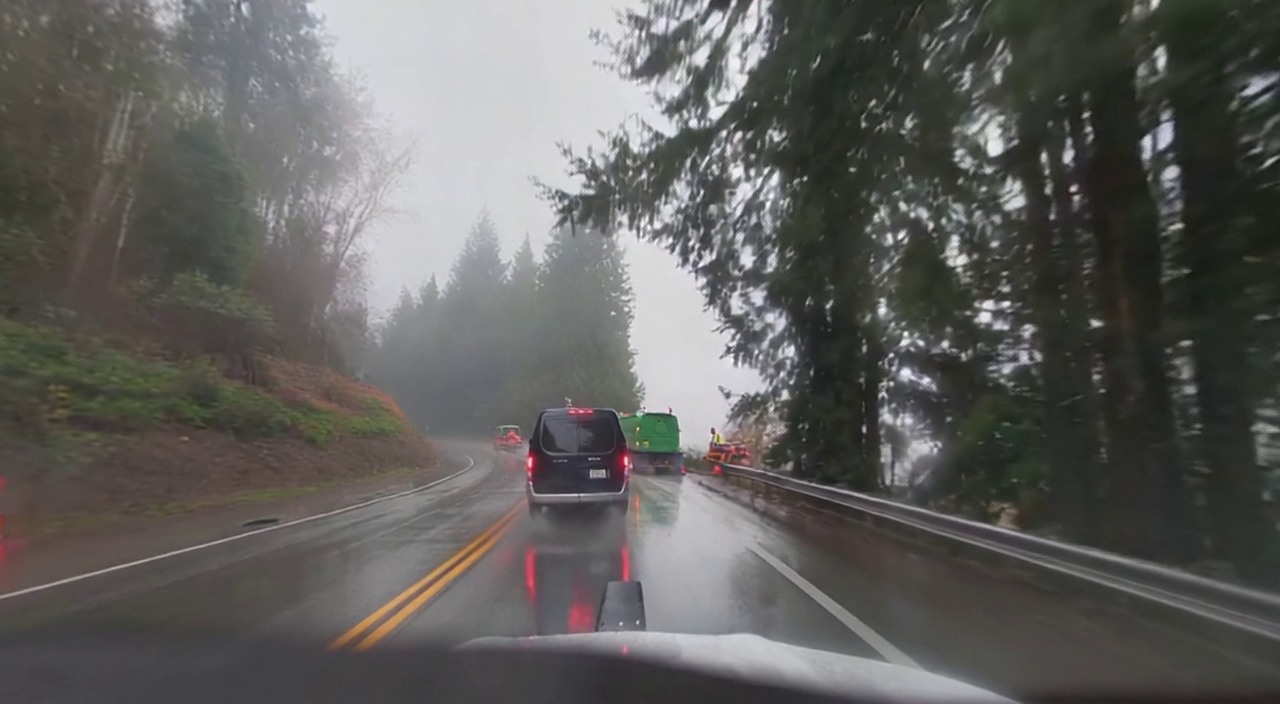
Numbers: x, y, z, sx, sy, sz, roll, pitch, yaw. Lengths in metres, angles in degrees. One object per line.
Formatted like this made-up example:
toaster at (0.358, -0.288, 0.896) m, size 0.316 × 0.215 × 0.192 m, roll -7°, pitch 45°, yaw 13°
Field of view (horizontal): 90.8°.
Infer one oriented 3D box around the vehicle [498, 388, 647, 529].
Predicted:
vehicle at (-1.176, 2.066, 12.586) m, size 2.362 × 2.223 × 4.892 m, roll 0°, pitch -9°, yaw -3°
